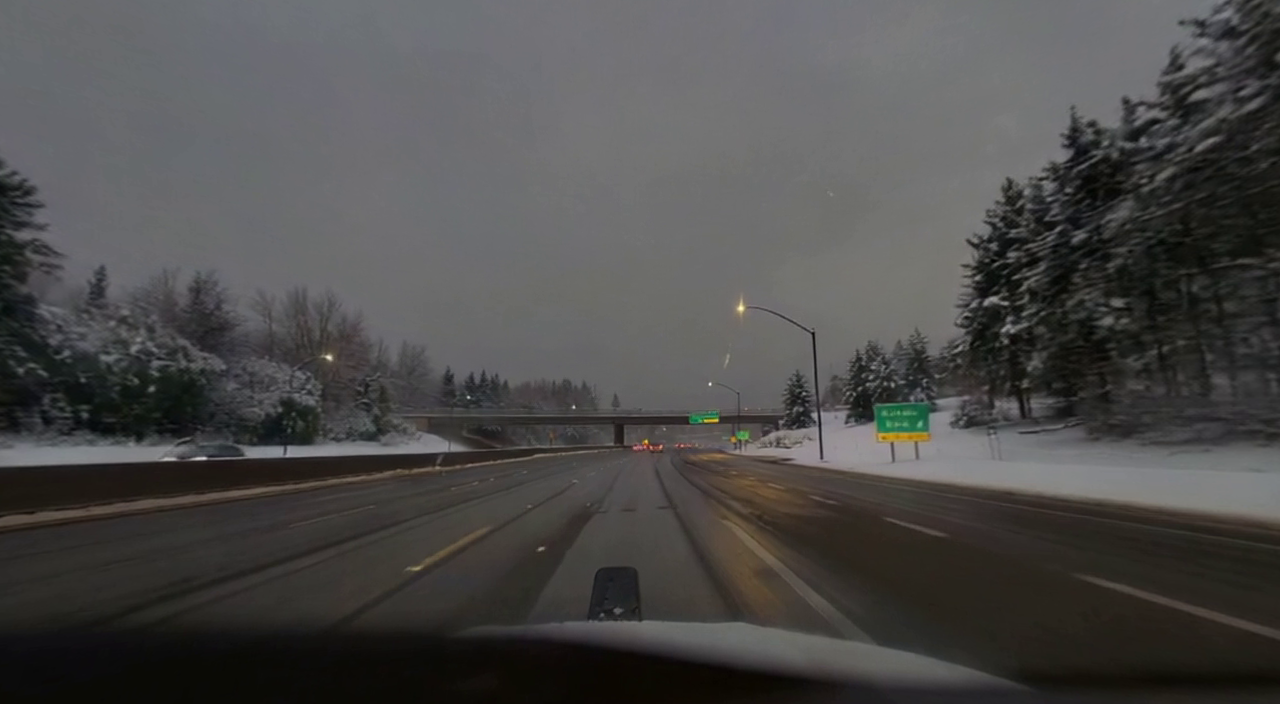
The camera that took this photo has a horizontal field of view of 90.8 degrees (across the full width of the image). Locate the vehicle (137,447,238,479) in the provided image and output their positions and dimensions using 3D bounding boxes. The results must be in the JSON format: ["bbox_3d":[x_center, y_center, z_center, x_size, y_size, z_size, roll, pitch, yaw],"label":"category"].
[{"bbox_3d":[-21.501,5.259,30.259,1.765,1.419,4.186,0,-9,-1],"label":"vehicle"}]
